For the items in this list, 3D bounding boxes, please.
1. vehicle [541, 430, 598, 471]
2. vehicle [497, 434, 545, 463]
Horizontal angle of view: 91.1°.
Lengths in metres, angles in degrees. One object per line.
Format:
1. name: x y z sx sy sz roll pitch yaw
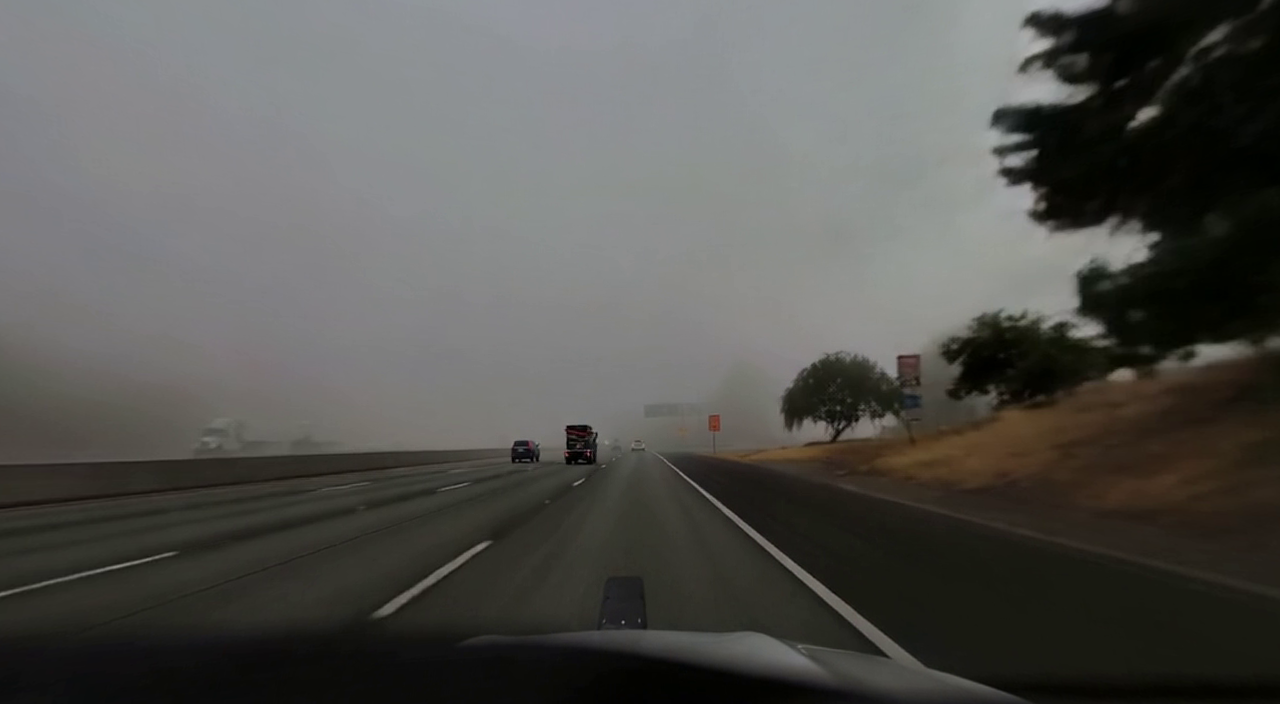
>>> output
1. vehicle: -3.215 4.597 29.311 2.194 1.766 3.720 0 -8 0
2. vehicle: -7.518 6.157 40.115 2.078 1.729 4.722 0 -8 0
